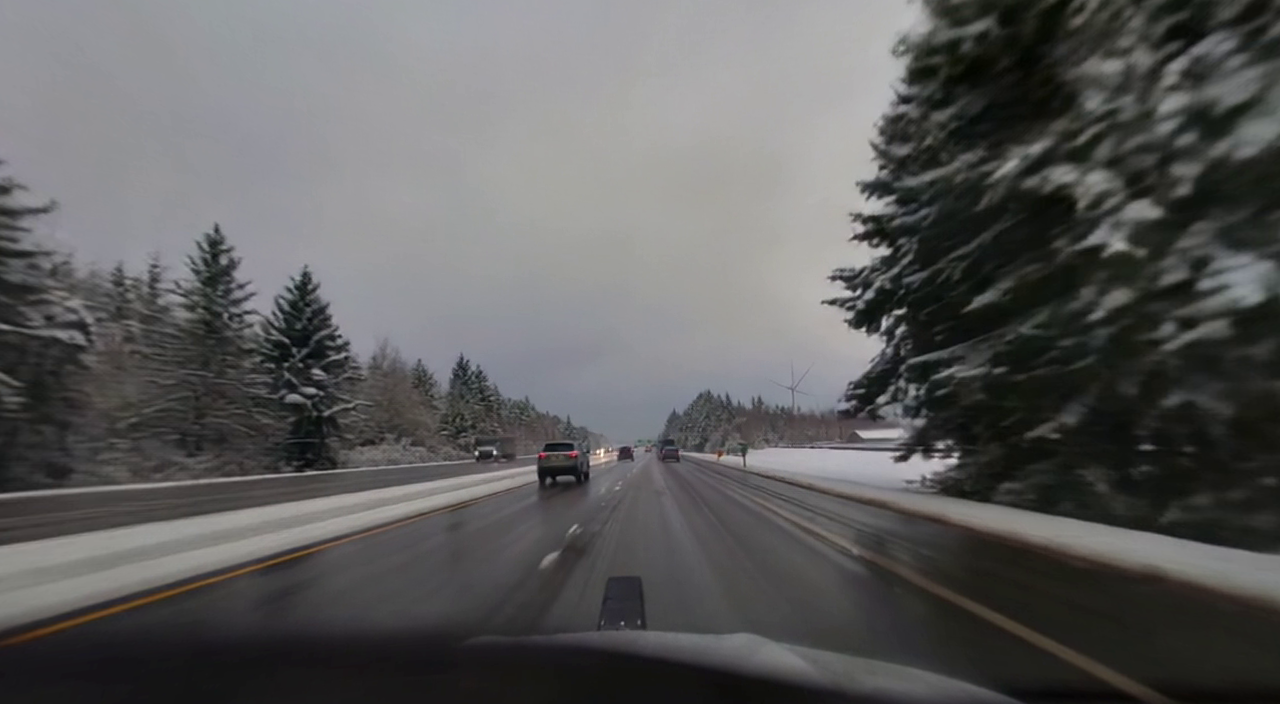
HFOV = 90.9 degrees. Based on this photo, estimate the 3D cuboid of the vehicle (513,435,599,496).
[{"bbox_3d":[-2.540,3.567,20.137,2.038,1.723,4.150,0,-9,2],"label":"vehicle"}]
